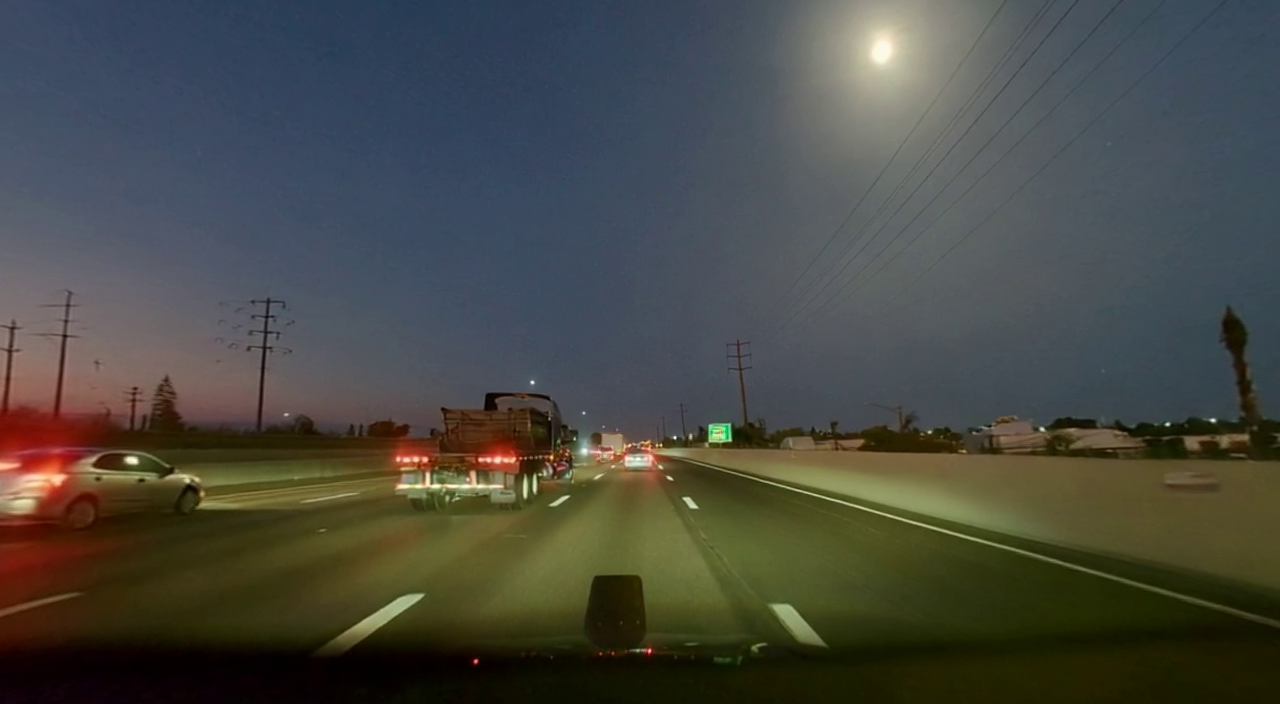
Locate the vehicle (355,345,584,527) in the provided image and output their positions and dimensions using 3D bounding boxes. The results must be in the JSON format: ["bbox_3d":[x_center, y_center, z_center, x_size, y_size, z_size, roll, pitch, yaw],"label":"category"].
[{"bbox_3d":[-3.447,2.170,15.866,3.023,3.246,9.102,0,-9,1],"label":"vehicle"}]

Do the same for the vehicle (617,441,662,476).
[{"bbox_3d":[-0.016,5.454,32.476,2.178,1.640,4.071,0,-9,0],"label":"vehicle"}]

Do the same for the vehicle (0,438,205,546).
[{"bbox_3d":[-10.107,2.290,10.863,1.951,1.523,4.486,0,-9,0],"label":"vehicle"}]
